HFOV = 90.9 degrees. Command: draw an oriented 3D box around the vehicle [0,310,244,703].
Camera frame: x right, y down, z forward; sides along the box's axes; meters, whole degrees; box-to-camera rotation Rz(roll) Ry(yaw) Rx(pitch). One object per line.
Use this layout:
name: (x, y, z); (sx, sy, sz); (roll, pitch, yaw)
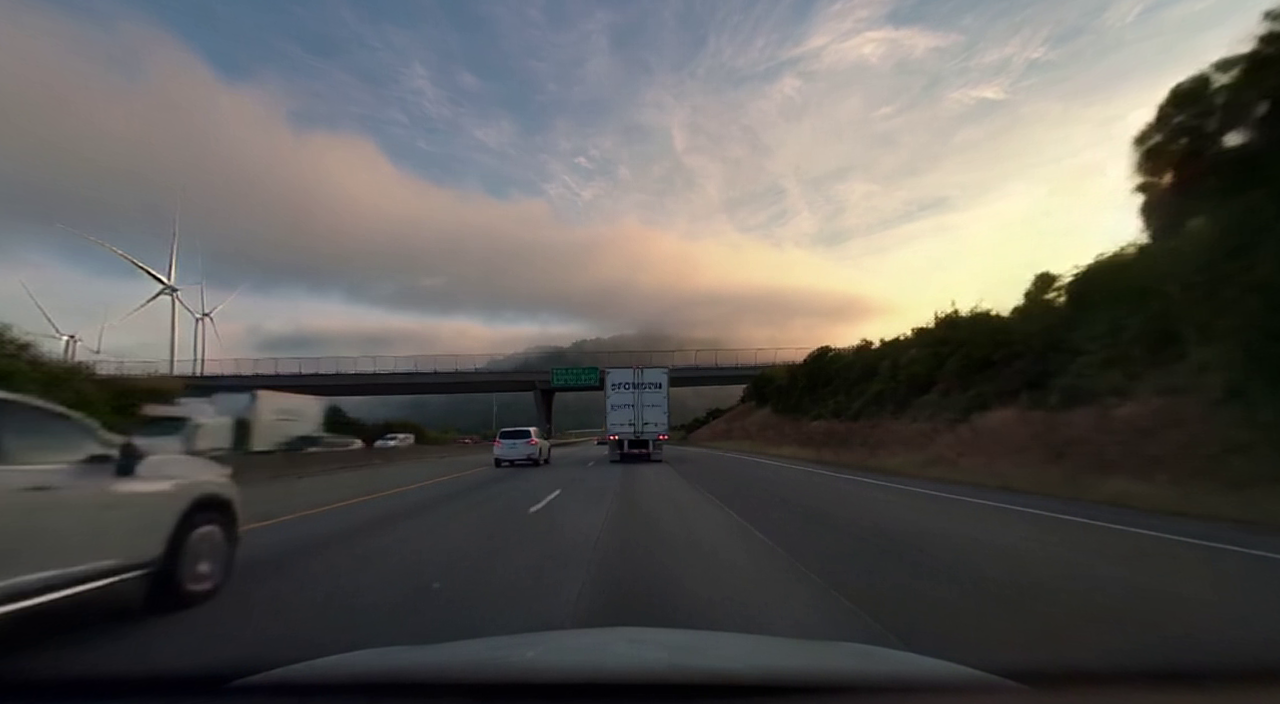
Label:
vehicle: (-4.014, 0.643, 2.231); (2.283, 1.814, 4.568); (0, -8, -1)

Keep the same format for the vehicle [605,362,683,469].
vehicle: (0.007, 3.179, 29.820); (2.906, 3.990, 12.551); (0, -8, -1)

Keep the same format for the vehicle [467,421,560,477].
vehicle: (-4.153, 3.279, 21.661); (2.167, 1.686, 4.946); (0, -8, 0)
